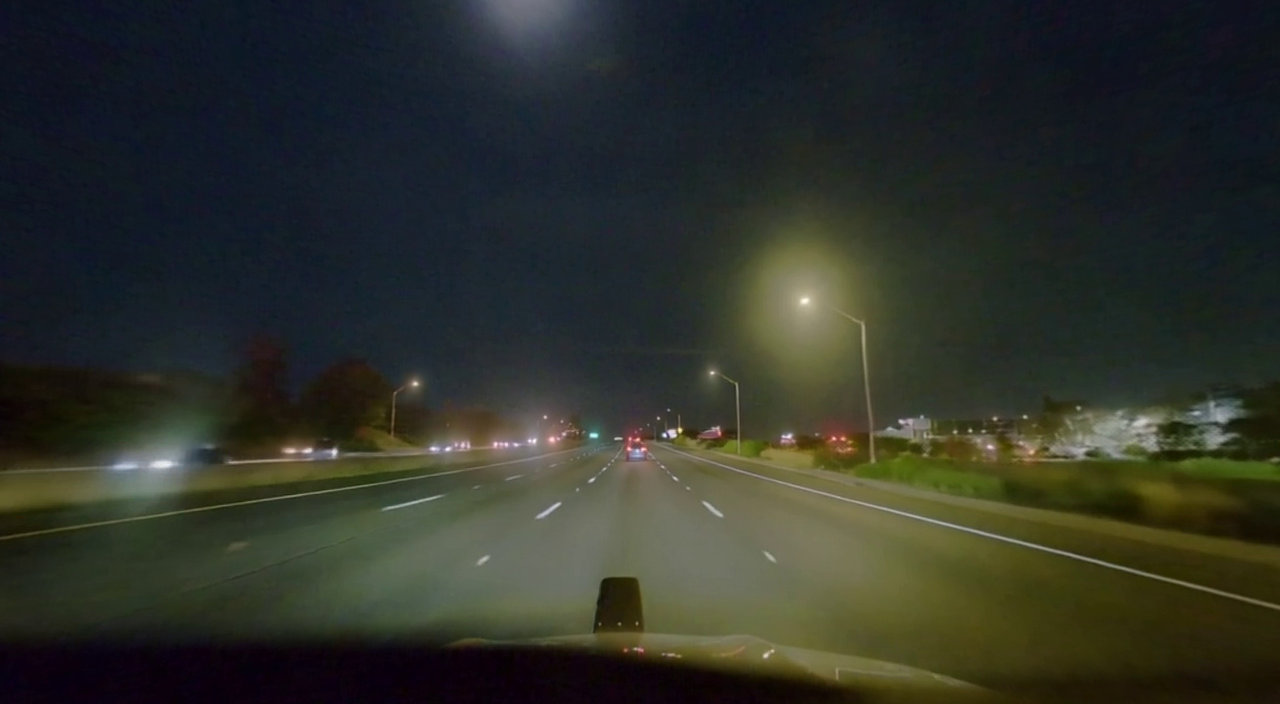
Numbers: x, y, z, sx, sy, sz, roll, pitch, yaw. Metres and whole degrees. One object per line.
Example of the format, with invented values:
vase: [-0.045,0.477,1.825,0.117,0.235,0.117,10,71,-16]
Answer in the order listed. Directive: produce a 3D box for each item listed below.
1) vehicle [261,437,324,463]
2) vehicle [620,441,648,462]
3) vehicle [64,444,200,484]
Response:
vehicle: [-25.534,7.216,46.584,2.017,1.804,4.556,0,-9,0]
vehicle: [-0.465,7.517,47.759,2.025,1.460,4.189,0,-9,-1]
vehicle: [-21.354,4.717,26.869,1.955,1.518,4.625,0,-9,-1]
